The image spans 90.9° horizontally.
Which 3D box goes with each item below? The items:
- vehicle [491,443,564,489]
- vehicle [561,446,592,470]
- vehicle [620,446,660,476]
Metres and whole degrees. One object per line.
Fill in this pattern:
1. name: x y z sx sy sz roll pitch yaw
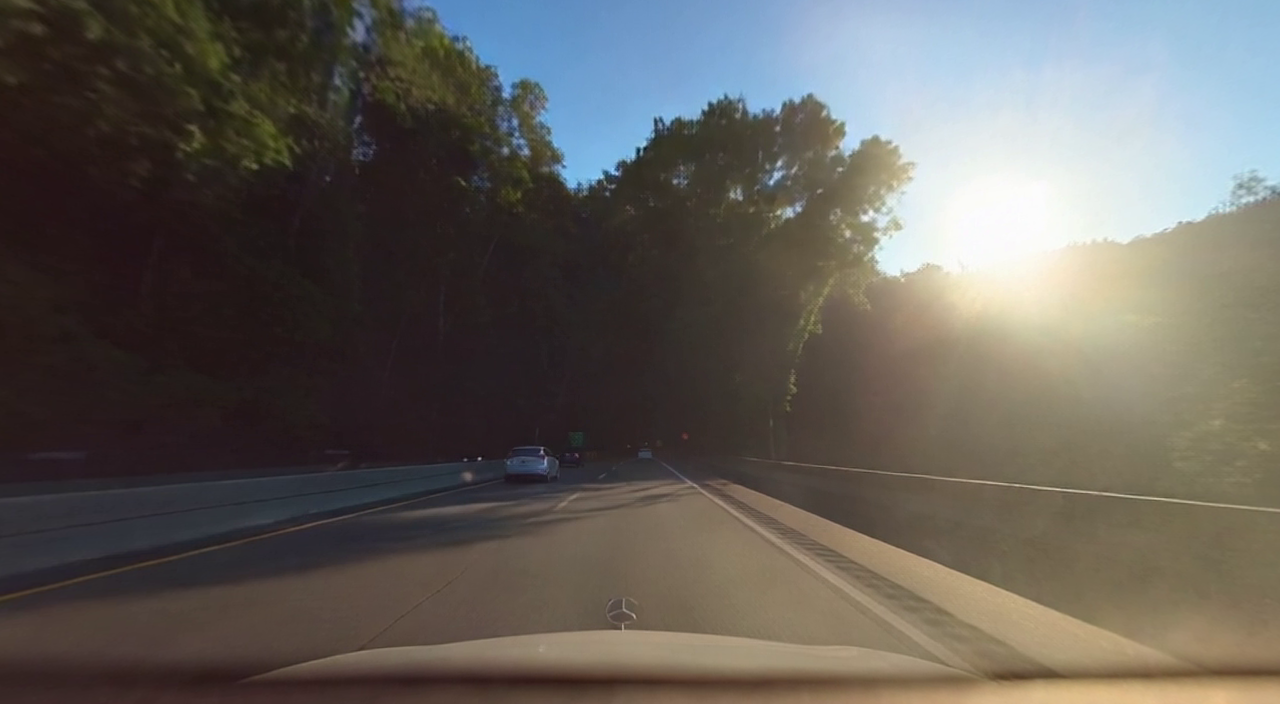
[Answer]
1. vehicle: -4.051 4.165 23.291 1.978 1.538 3.755 0 -9 0
2. vehicle: -4.506 7.548 45.120 1.834 1.615 3.624 0 -9 0
3. vehicle: -0.024 5.845 33.921 2.001 1.490 3.914 0 -9 0
